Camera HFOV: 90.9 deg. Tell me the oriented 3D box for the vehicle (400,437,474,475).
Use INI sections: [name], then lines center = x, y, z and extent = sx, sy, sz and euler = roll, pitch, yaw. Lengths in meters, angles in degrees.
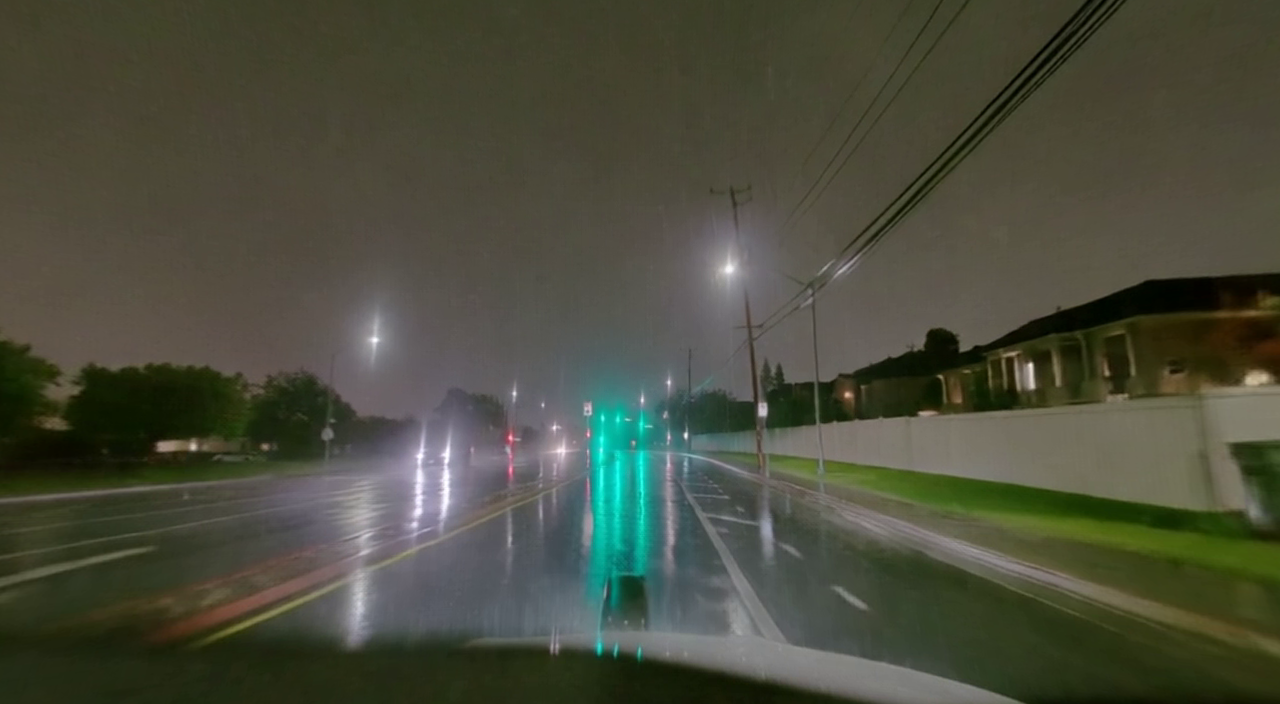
[vehicle]
center = -11.010, 5.678, 34.665
extent = 2.336, 1.905, 4.908
euler = 0, -8, 1
